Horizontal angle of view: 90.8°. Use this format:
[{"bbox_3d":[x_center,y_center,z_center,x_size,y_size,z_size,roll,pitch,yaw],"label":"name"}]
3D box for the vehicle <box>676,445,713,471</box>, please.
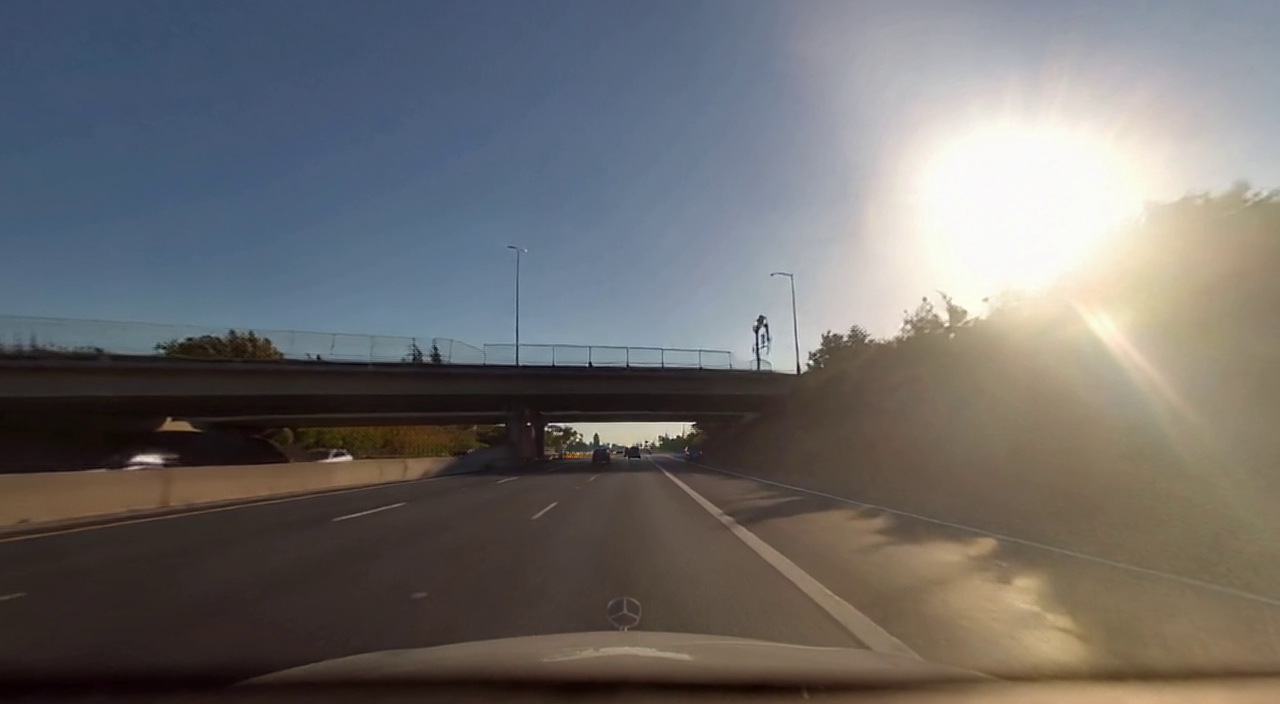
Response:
[{"bbox_3d":[3.754,7.411,44.265,2.133,1.746,4.511,0,-9,-1],"label":"vehicle"}]
